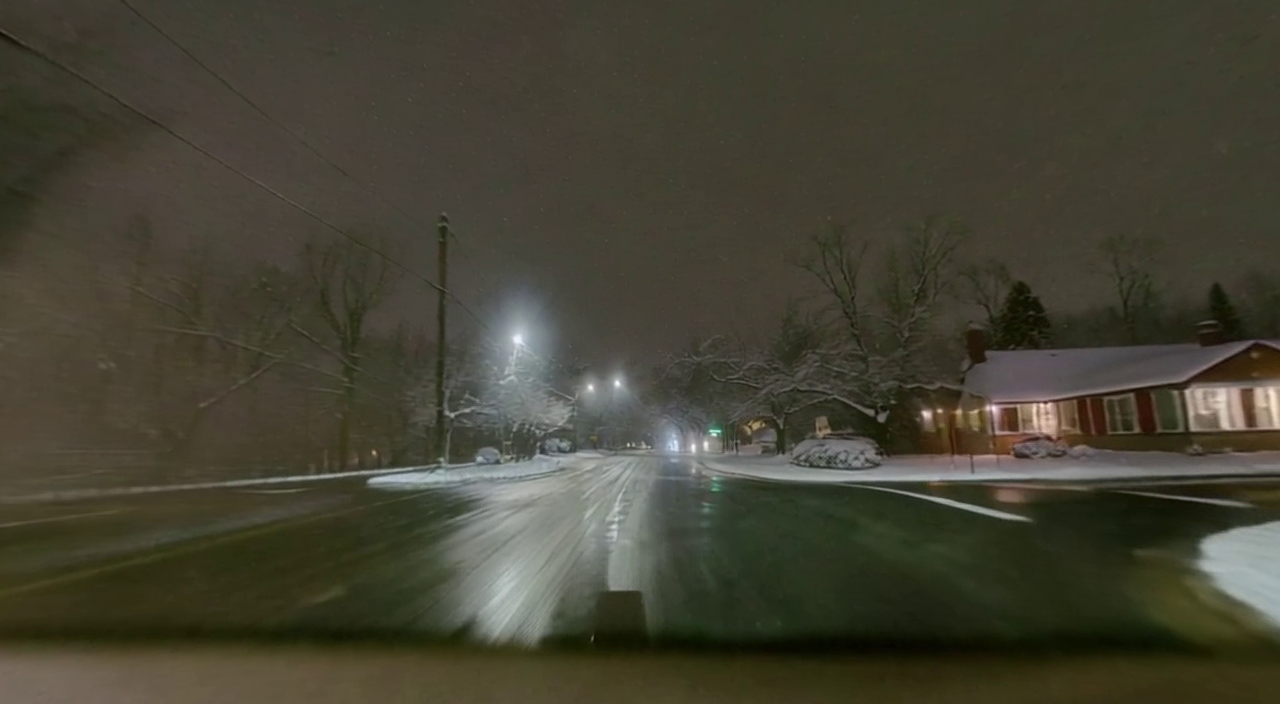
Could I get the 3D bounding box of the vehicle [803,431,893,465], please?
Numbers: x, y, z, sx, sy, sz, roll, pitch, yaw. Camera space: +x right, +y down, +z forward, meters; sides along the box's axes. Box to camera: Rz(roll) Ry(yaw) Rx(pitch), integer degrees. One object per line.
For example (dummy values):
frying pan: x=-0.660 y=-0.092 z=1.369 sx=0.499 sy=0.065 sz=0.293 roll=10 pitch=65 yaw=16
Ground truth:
vehicle: x=11.284 y=5.210 z=34.627 sx=2.199 sy=1.661 sz=4.495 roll=4 pitch=-8 yaw=-25

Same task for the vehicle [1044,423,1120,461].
vehicle: x=20.216 y=4.061 z=28.809 sx=4.241 sy=1.560 sz=1.979 roll=7 pitch=-10 yaw=-45
